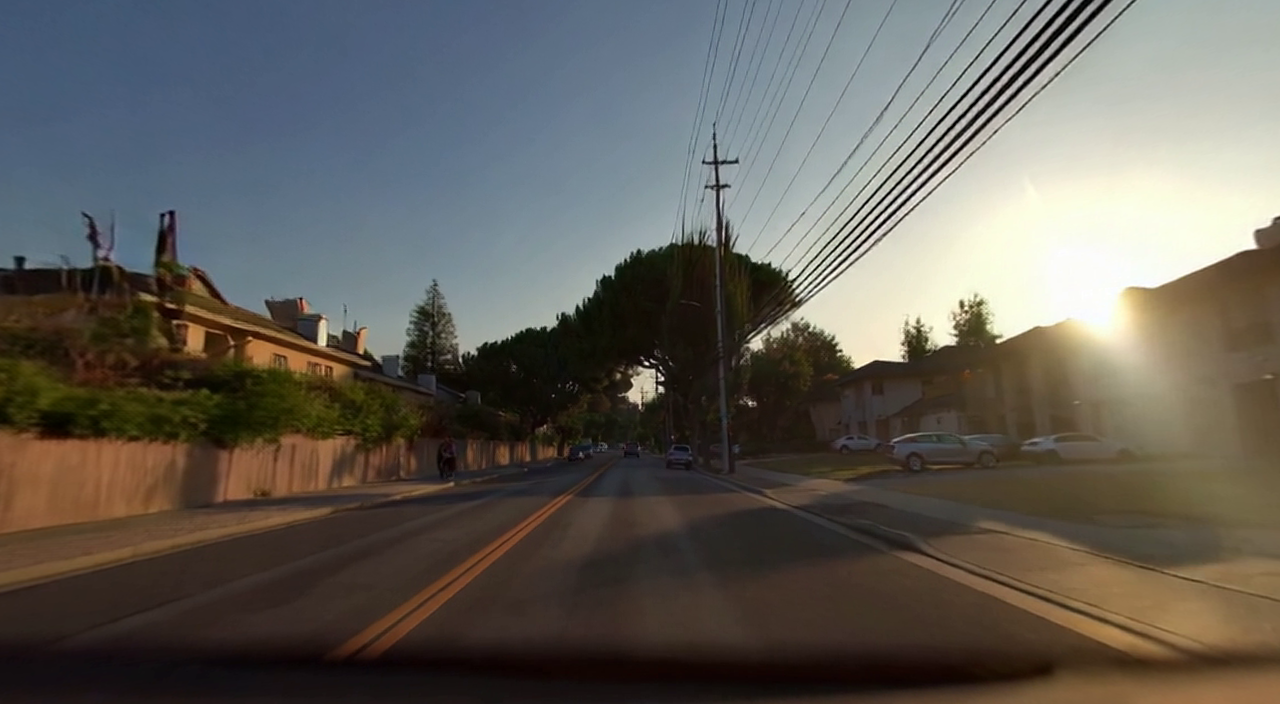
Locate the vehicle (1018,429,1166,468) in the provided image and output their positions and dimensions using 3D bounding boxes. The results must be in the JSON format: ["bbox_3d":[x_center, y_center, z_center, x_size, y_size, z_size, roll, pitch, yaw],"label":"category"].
[{"bbox_3d":[18.788,4.032,26.464,4.558,1.554,1.990,-1,-9,4],"label":"vehicle"}]

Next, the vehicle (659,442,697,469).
[{"bbox_3d":[2.521,6.996,43.045,2.108,1.710,4.499,0,-9,-2],"label":"vehicle"}]

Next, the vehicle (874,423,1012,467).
[{"bbox_3d":[12.596,3.905,26.553,4.701,1.745,2.083,-1,-9,2],"label":"vehicle"}]
